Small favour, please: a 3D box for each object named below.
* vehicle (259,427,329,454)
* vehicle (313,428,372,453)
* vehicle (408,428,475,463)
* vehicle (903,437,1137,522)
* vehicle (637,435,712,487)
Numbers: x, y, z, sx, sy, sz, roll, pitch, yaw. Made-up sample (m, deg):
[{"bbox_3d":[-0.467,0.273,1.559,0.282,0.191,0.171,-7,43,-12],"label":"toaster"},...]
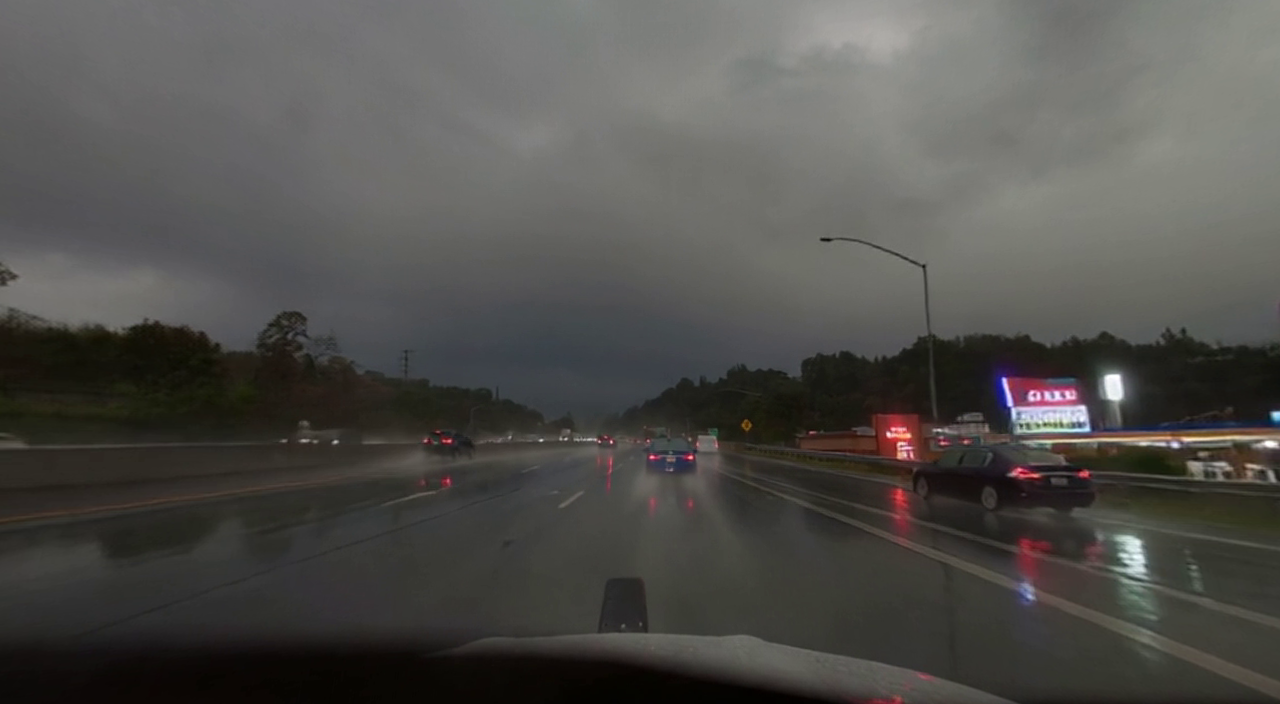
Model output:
[{"bbox_3d":[-24.744,6.383,45.364,1.983,1.756,5.268,-1,-8,1],"label":"vehicle"},{"bbox_3d":[-20.984,6.306,44.688,1.901,1.635,4.548,0,-8,1],"label":"vehicle"},{"bbox_3d":[-10.308,4.915,33.131,1.950,1.664,4.403,-1,-8,2],"label":"vehicle"},{"bbox_3d":[7.461,2.513,13.063,2.030,1.442,4.358,0,-8,-2],"label":"vehicle"},{"bbox_3d":[0.966,3.378,19.891,2.113,1.464,4.073,0,-8,0],"label":"vehicle"}]
